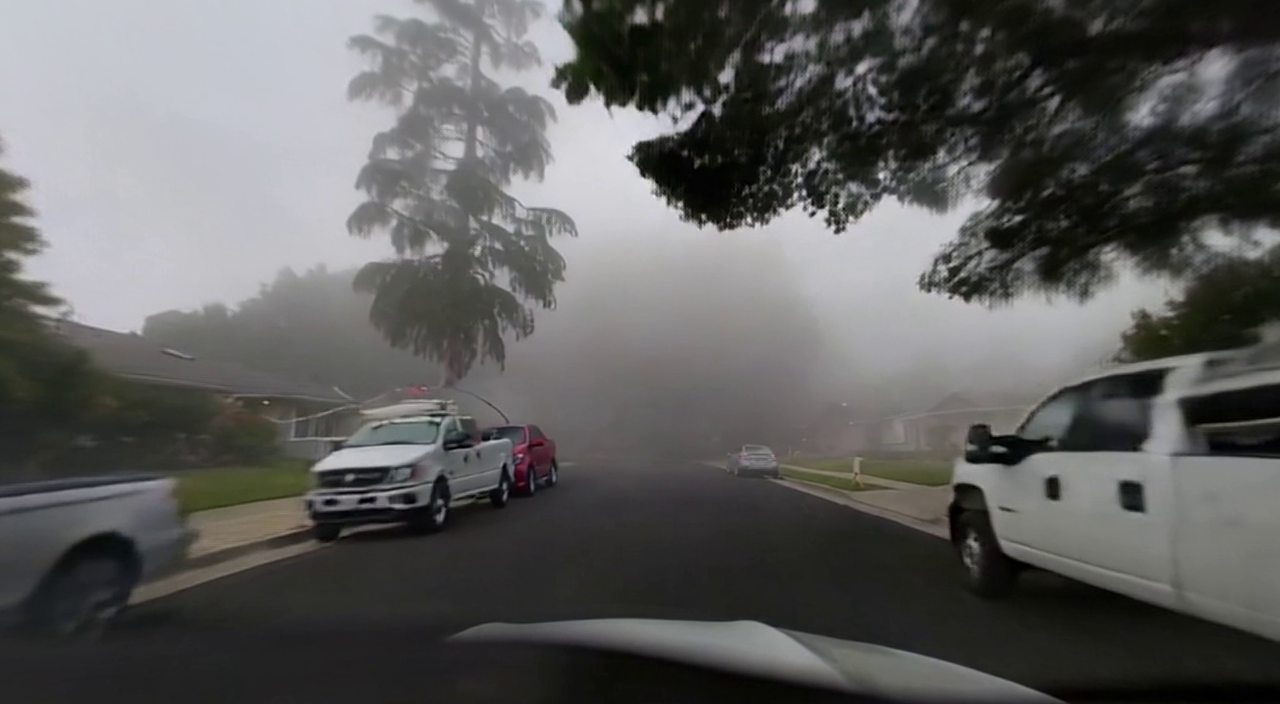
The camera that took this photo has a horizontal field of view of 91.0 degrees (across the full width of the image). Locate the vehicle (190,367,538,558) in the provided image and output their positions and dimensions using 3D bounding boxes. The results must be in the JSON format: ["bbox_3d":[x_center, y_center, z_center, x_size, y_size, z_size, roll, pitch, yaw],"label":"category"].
[{"bbox_3d":[-3.824,1.765,10.663,2.632,2.249,6.179,-1,-9,5],"label":"vehicle"}]

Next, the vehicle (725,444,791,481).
[{"bbox_3d":[5.087,4.818,27.776,1.998,1.489,4.722,0,-9,0],"label":"vehicle"}]

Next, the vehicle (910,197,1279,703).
[{"bbox_3d":[4.305,0.758,4.038,2.697,2.558,5.635,0,-9,1],"label":"vehicle"}]

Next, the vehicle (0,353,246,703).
[{"bbox_3d":[-4.103,0.803,2.456,2.052,1.745,4.737,0,-9,0],"label":"vehicle"}]

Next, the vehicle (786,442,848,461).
[{"bbox_3d":[13.880,7.784,49.389,4.252,1.429,1.907,2,-9,-18],"label":"vehicle"}]
